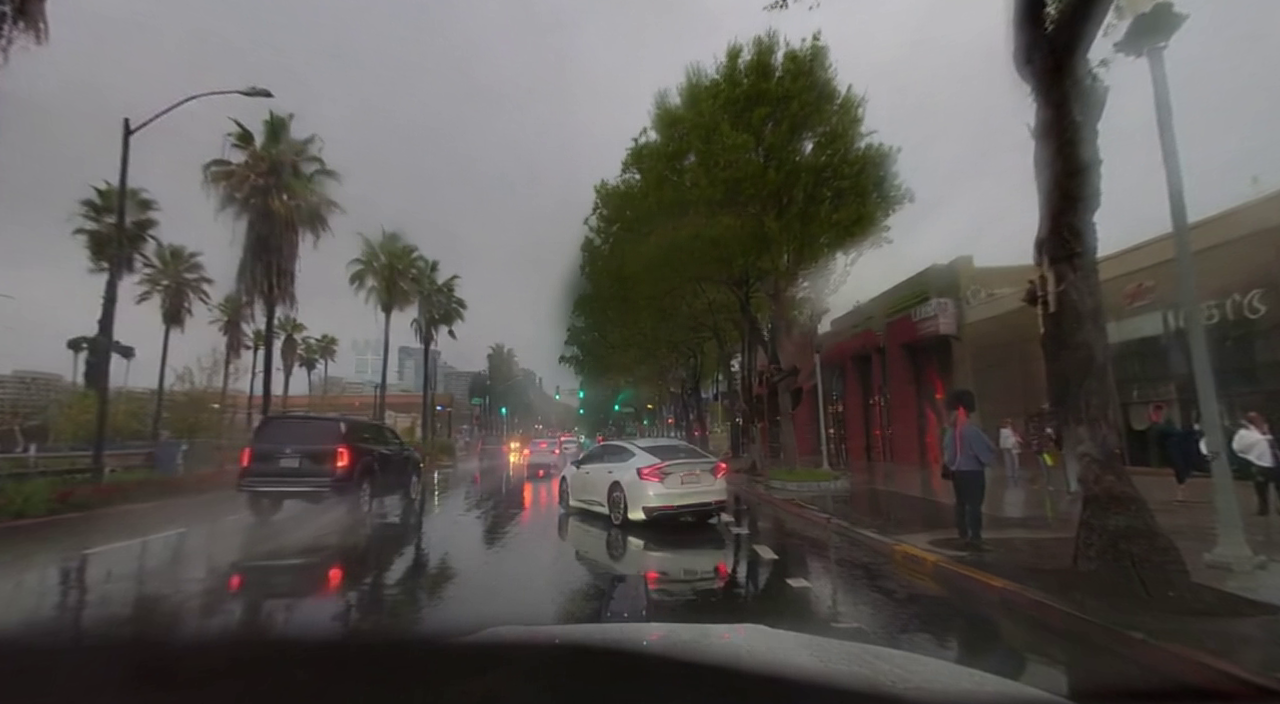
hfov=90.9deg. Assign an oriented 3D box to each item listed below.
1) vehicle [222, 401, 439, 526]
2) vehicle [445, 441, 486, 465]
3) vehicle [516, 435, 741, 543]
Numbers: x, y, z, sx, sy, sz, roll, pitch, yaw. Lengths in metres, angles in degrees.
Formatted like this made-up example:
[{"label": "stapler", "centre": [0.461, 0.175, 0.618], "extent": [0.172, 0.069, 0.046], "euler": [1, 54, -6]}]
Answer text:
[{"label": "vehicle", "centre": [-6.026, 2.261, 13.277], "extent": [2.164, 2.047, 5.455], "euler": [0, -9, -5]}, {"label": "vehicle", "centre": [-12.029, 6.954, 43.605], "extent": [1.930, 1.583, 4.423], "euler": [0, -9, -5]}, {"label": "vehicle", "centre": [-0.469, 2.265, 11.214], "extent": [1.930, 1.477, 4.657], "euler": [5, -10, -30]}]
